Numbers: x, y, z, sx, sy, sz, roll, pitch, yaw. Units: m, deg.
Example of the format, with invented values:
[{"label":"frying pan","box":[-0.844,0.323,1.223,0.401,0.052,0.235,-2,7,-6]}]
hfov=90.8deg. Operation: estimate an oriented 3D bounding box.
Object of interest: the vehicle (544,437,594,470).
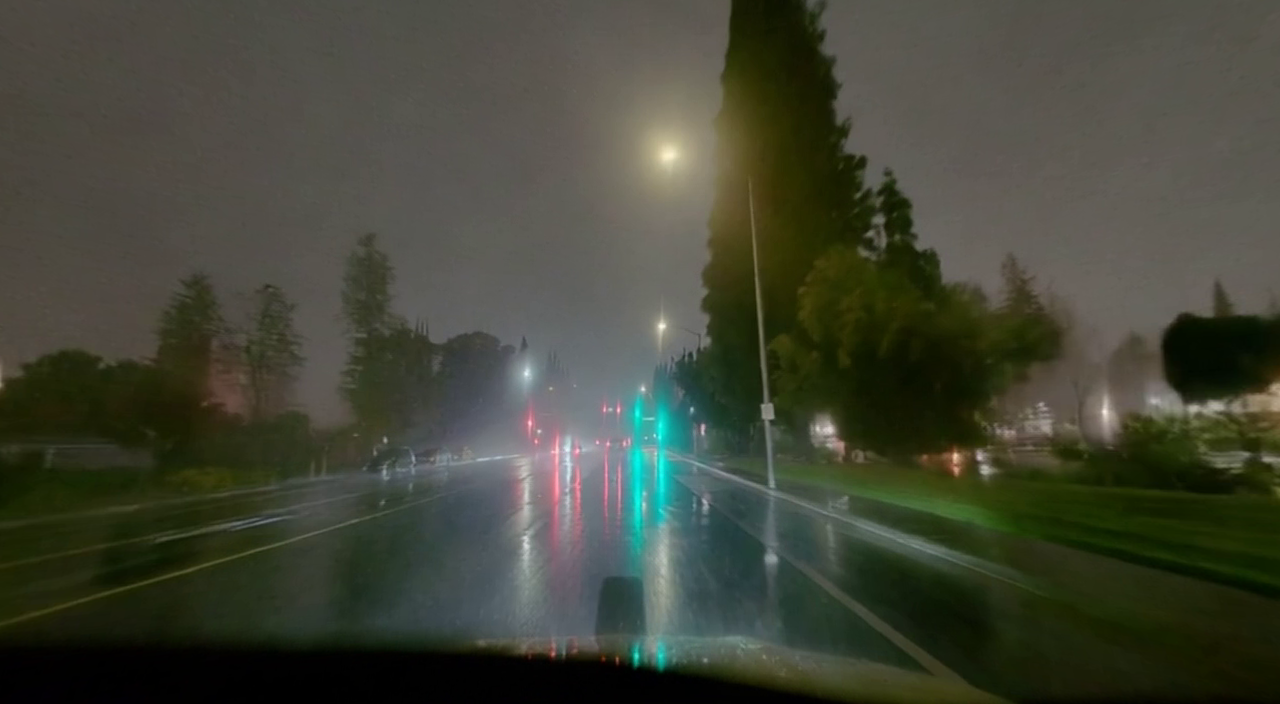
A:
[{"label":"vehicle","box":[-3.441,5.021,31.427,2.030,1.467,4.251,0,-8,-1]}]
